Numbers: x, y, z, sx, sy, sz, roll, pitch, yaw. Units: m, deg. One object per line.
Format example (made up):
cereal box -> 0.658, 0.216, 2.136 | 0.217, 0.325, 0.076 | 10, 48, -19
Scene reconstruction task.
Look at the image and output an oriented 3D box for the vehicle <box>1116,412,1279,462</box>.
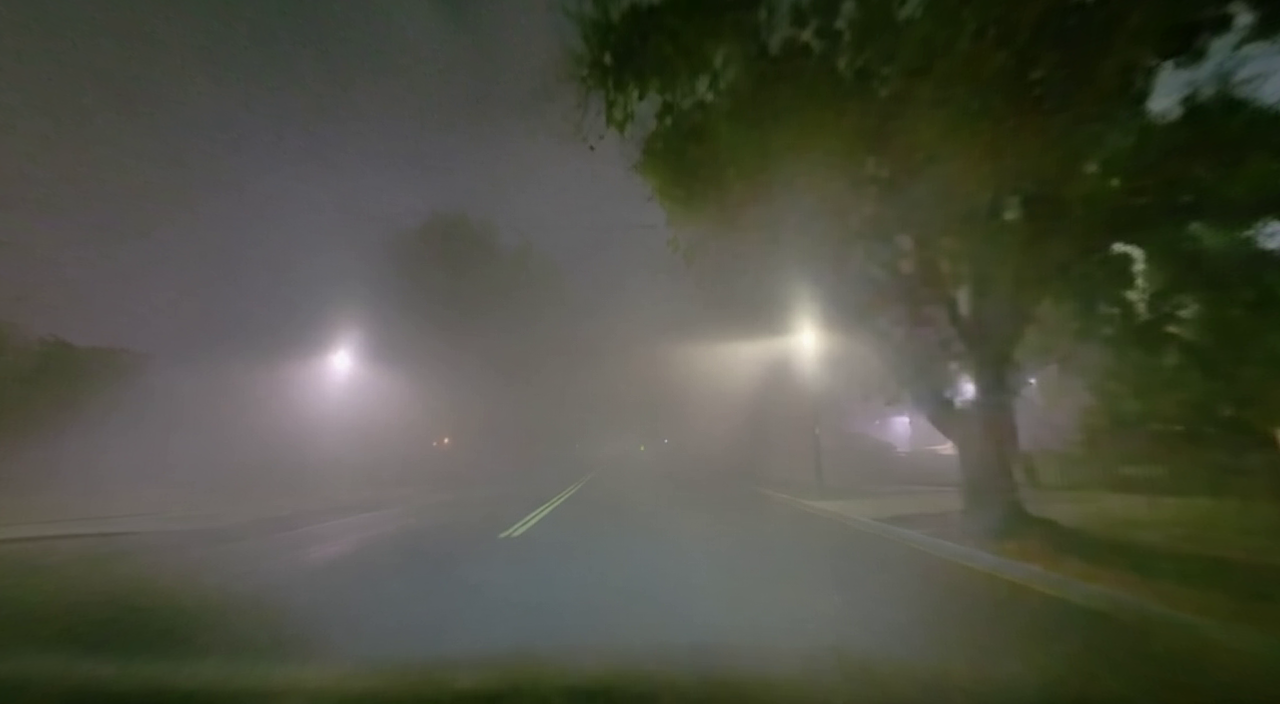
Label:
vehicle -> 18.863, 2.884, 21.327 | 3.730, 1.604, 2.027 | 0, -8, 1
